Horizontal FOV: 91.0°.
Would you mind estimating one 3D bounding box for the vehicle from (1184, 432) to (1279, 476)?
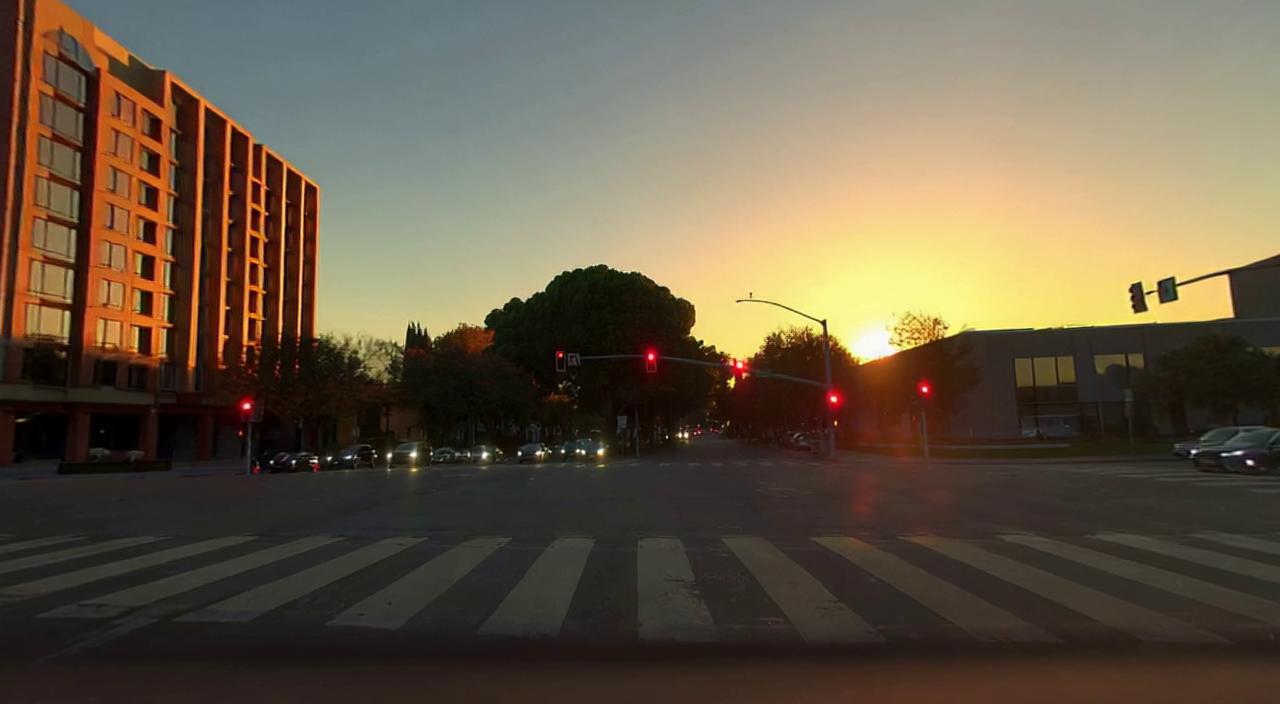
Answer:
[{"bbox_3d":[22.322,3.577,22.237,4.474,1.477,1.908,0,-9,-3],"label":"vehicle"}]

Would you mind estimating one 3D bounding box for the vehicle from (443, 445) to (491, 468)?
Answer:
[{"bbox_3d":[-11.642,7.051,42.712,1.911,1.476,4.297,-1,-9,2],"label":"vehicle"}]

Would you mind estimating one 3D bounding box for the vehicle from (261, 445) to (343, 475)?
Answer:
[{"bbox_3d":[-22.037,7.035,41.312,2.032,1.839,4.884,-2,-9,10],"label":"vehicle"}]

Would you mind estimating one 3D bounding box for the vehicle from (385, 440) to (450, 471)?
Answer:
[{"bbox_3d":[-15.137,7.041,43.163,2.340,1.946,5.450,0,-9,2],"label":"vehicle"}]

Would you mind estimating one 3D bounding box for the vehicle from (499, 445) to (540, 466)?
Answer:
[{"bbox_3d":[-8.098,7.000,42.610,1.910,1.321,3.692,0,-9,1],"label":"vehicle"}]

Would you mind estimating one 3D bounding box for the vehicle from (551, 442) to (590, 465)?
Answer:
[{"bbox_3d":[-4.527,6.708,41.681,1.954,1.431,4.050,-1,-9,2],"label":"vehicle"}]

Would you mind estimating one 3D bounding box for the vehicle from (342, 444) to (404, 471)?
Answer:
[{"bbox_3d":[-18.550,7.342,43.986,2.237,1.801,4.541,0,-9,1],"label":"vehicle"}]
